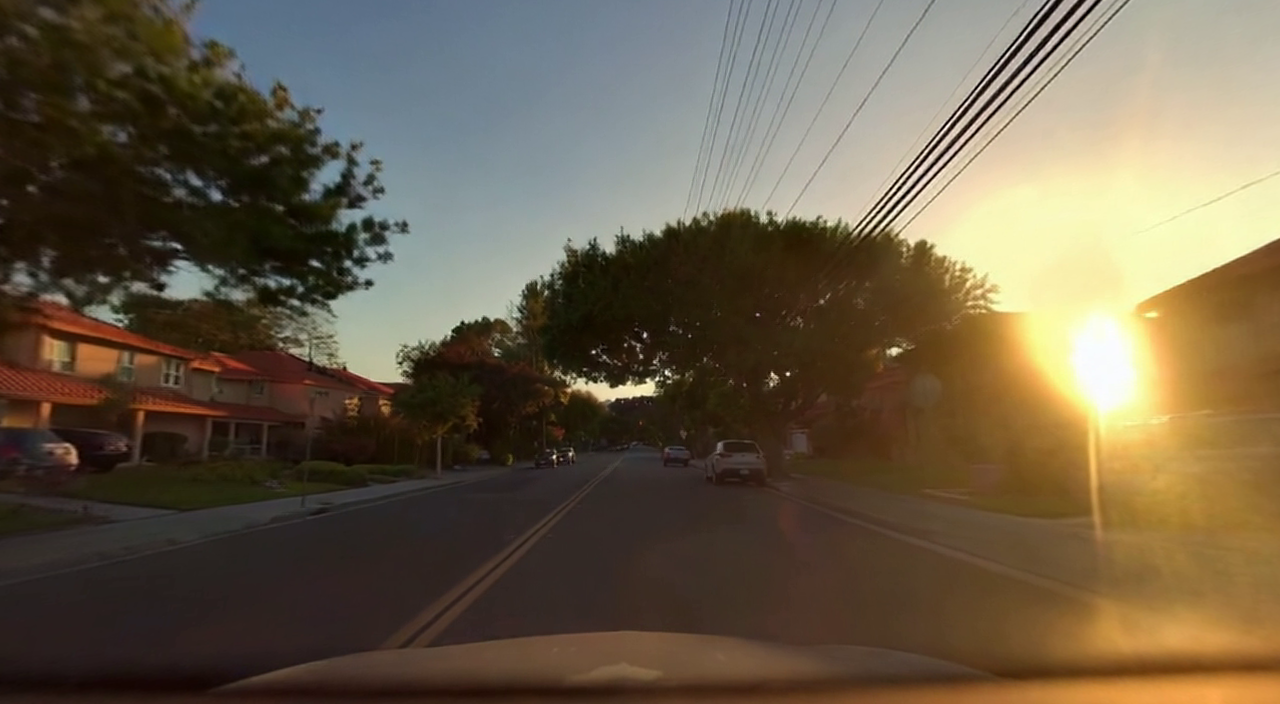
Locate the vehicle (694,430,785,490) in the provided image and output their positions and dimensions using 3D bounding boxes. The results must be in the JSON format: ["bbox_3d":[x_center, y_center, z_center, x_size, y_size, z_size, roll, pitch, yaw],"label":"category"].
[{"bbox_3d":[3.358,3.797,22.573,2.114,1.858,5.144,0,-8,-4],"label":"vehicle"}]

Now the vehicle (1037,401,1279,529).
[{"bbox_3d":[9.621,1.723,9.889,5.490,1.774,1.867,0,-8,0],"label":"vehicle"}]

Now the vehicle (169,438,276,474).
[{"bbox_3d":[-22.026,5.497,33.645,2.139,1.746,5.099,0,-8,1],"label":"vehicle"}]

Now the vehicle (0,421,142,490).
[{"bbox_3d":[-18.174,3.110,19.125,2.034,1.829,5.161,0,-8,-2],"label":"vehicle"}]
